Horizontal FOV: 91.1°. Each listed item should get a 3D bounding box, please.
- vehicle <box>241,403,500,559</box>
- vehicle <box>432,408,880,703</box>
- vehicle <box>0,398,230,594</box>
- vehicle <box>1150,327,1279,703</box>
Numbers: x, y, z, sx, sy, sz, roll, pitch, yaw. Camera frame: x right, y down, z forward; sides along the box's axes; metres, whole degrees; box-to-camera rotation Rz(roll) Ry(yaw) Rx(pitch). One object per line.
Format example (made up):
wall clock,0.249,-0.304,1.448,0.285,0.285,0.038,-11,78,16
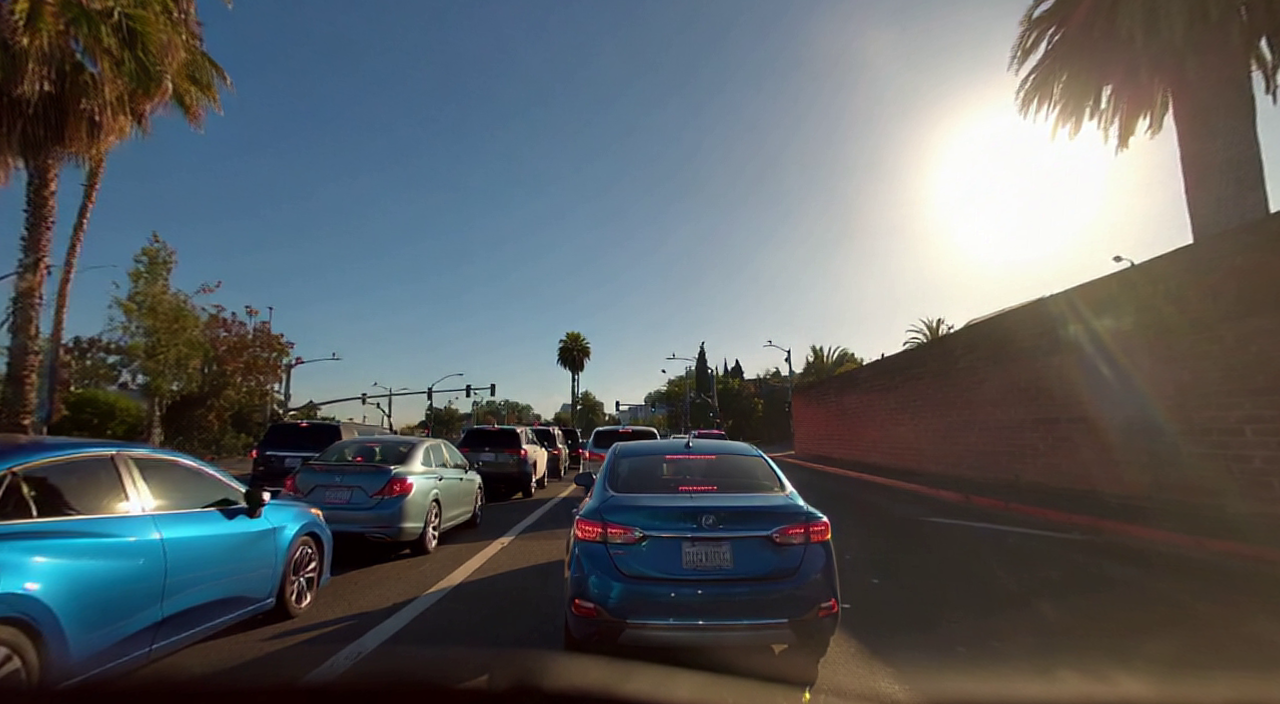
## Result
vehicle,-3.524,1.772,9.264,2.055,1.746,4.136,0,-8,-2
vehicle,0.034,1.331,5.195,2.128,1.473,4.272,0,-8,-1
vehicle,-6.682,1.401,6.380,1.963,1.721,4.662,0,-8,-2
vehicle,2.892,0.521,0.346,2.112,1.717,4.432,-2,-9,11
